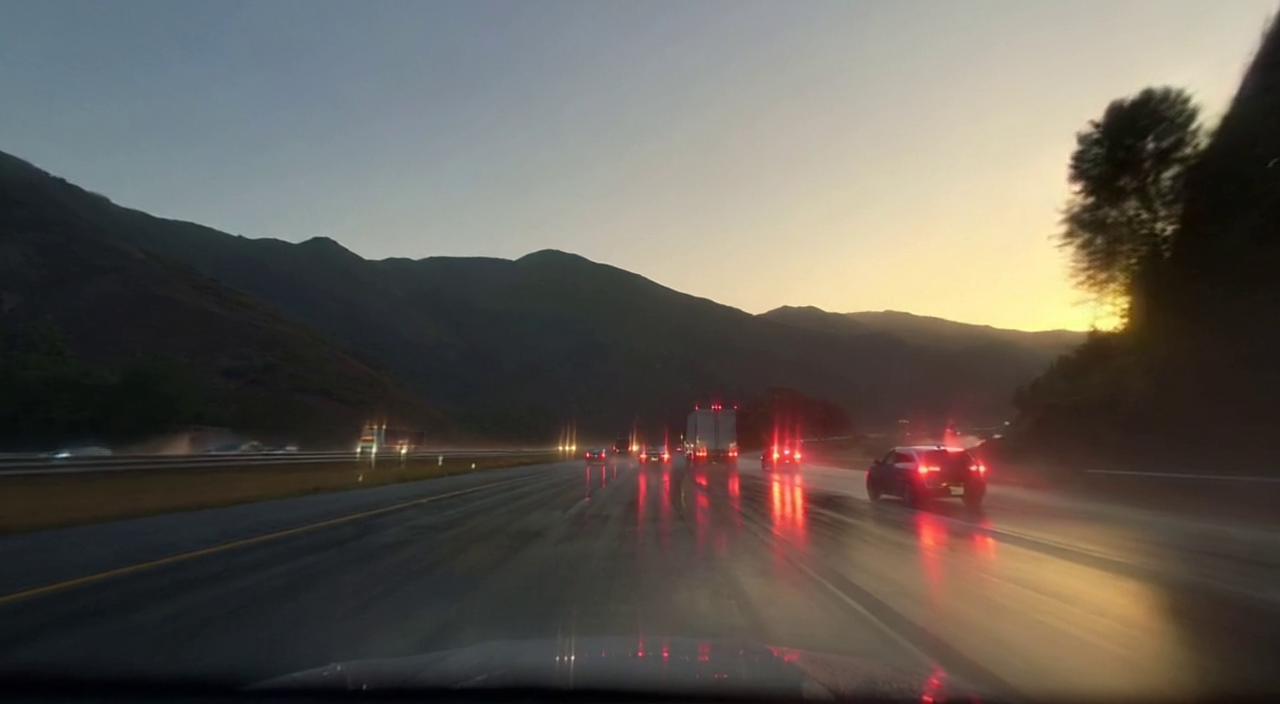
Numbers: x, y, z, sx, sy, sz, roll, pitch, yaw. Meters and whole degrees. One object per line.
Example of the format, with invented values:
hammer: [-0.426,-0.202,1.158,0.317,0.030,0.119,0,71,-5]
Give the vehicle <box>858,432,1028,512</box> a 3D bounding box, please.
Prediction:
vehicle: [7.241,2.902,15.694,2.044,1.676,4.421,0,-9,0]

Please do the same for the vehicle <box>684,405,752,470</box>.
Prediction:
vehicle: [4.814,5.666,41.167,3.130,3.607,11.129,0,-9,1]

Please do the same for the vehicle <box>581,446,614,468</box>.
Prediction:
vehicle: [-3.080,7.739,46.600,2.132,1.506,4.256,0,-9,0]

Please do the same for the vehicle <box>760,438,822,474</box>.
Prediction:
vehicle: [8.006,5.548,33.862,2.143,1.775,4.729,0,-9,0]

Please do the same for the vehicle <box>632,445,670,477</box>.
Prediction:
vehicle: [0.564,5.547,32.330,1.866,1.492,3.932,0,-9,1]
